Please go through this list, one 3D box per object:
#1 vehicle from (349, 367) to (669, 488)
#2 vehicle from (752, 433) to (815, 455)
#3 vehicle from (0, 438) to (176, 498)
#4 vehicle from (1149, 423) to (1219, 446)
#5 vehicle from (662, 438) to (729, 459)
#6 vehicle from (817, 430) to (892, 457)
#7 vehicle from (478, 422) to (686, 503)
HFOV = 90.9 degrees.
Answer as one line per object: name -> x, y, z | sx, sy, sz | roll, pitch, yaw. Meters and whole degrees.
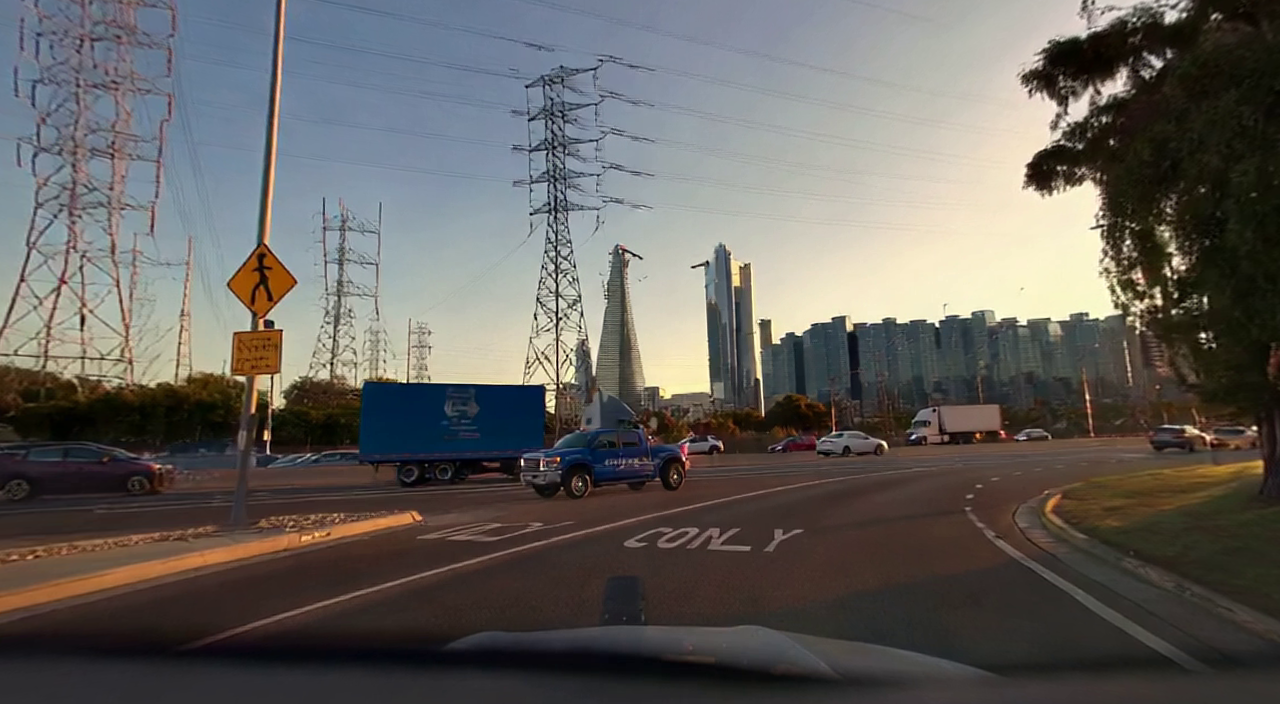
vehicle -> -4.675, 2.975, 24.279 | 11.567, 3.933, 2.903 | 4, -9, -26
vehicle -> 11.010, 7.053, 48.395 | 4.532, 1.567, 1.847 | 4, -10, -26
vehicle -> -20.388, 4.064, 22.361 | 5.866, 1.950, 2.266 | 4, -9, -24
vehicle -> 38.744, 5.898, 44.905 | 4.543, 1.586, 1.983 | 4, -9, -25
vehicle -> 3.945, 6.806, 44.489 | 4.419, 1.451, 1.792 | 4, -11, -28
vehicle -> 13.448, 5.750, 39.466 | 4.234, 1.589, 1.923 | 4, -10, -26
vehicle -> -1.456, 2.902, 16.916 | 5.132, 1.848, 2.101 | 6, -10, -34
